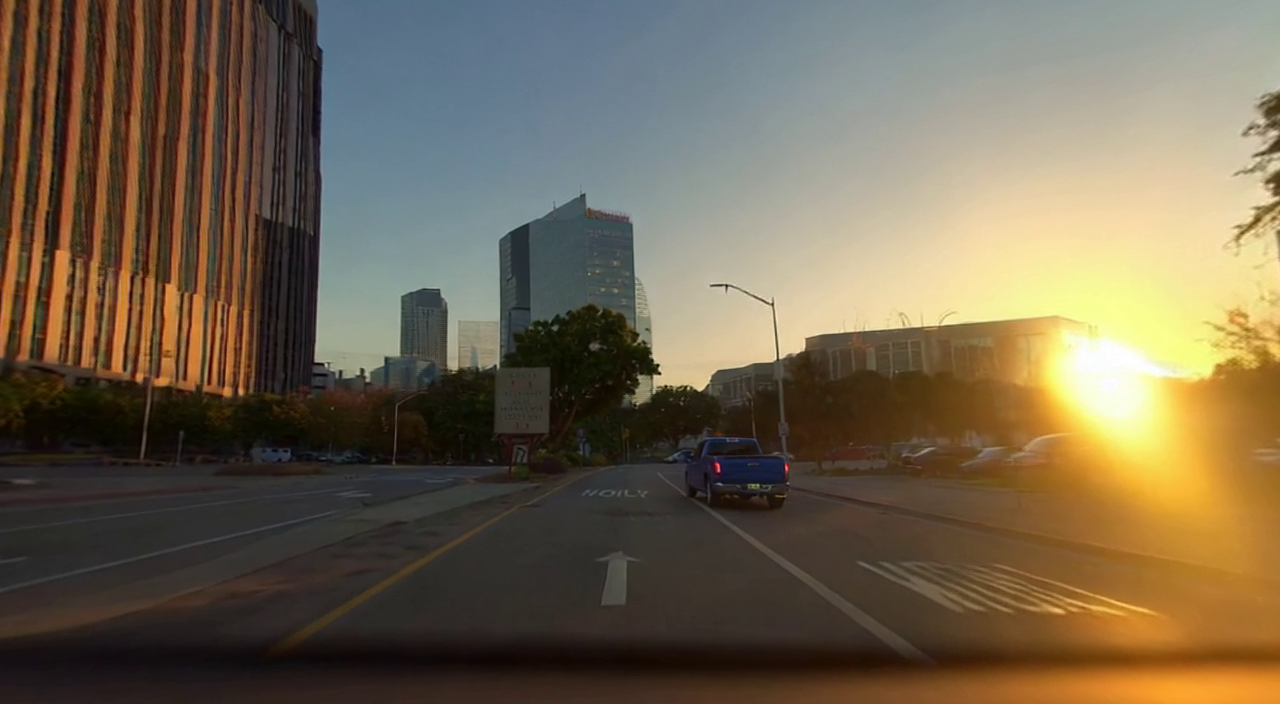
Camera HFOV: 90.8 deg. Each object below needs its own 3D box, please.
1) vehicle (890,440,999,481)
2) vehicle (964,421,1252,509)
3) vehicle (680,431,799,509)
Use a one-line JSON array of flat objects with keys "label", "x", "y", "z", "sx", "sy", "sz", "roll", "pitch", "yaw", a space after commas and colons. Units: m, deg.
[{"label": "vehicle", "x": 16.608, "y": 5.937, "z": 34.708, "sx": 4.765, "sy": 1.678, "sz": 2.228, "roll": -5, "pitch": -3, "yaw": 5}, {"label": "vehicle", "x": 15.367, "y": 3.772, "z": 21.188, "sx": 7.551, "sy": 2.142, "sz": 2.896, "roll": 5, "pitch": -10, "yaw": -2}, {"label": "vehicle", "x": 2.677, "y": 3.369, "z": 18.709, "sx": 2.402, "sy": 1.922, "sz": 5.677, "roll": 0, "pitch": -8, "yaw": -2}]
